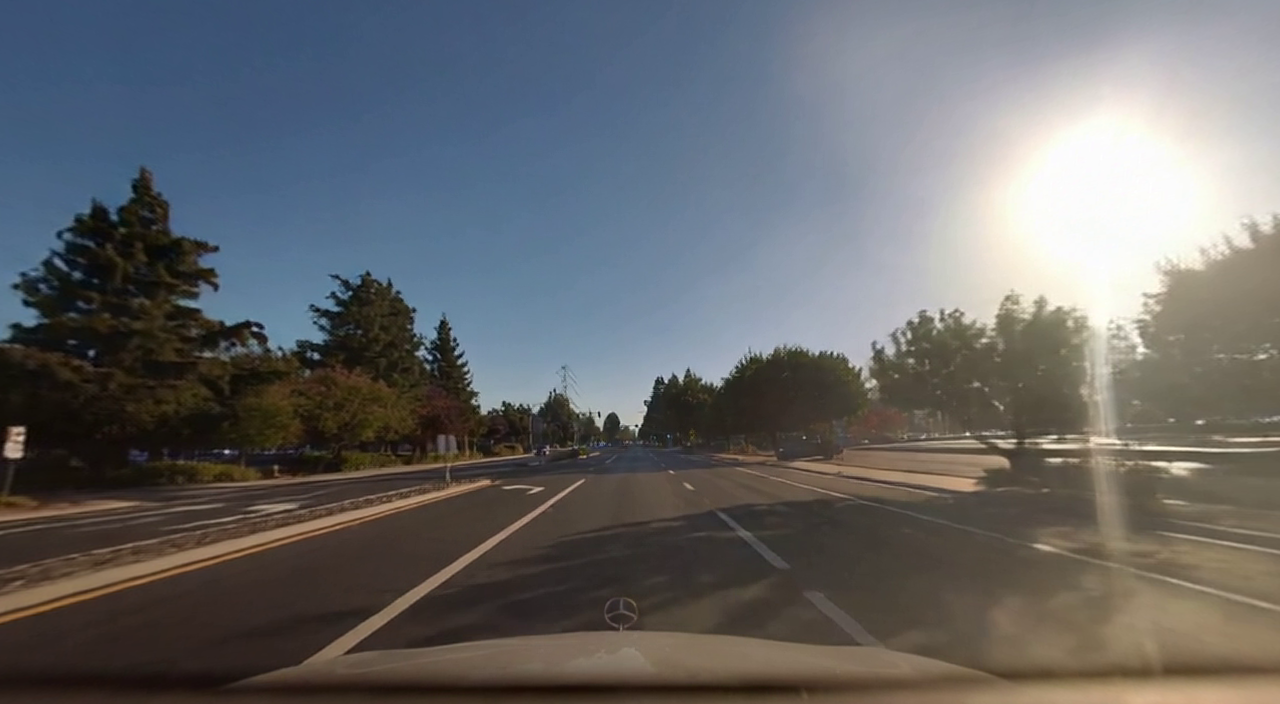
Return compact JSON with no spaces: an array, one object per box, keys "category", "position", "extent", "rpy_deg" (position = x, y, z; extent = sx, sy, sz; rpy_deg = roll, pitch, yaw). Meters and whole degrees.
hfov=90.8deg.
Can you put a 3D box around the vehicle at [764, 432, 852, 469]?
[{"category":"vehicle","position":[12.254,7.207,46.401],"extent":[5.581,1.926,2.324],"rpy_deg":[-6,-6,-3]}]
